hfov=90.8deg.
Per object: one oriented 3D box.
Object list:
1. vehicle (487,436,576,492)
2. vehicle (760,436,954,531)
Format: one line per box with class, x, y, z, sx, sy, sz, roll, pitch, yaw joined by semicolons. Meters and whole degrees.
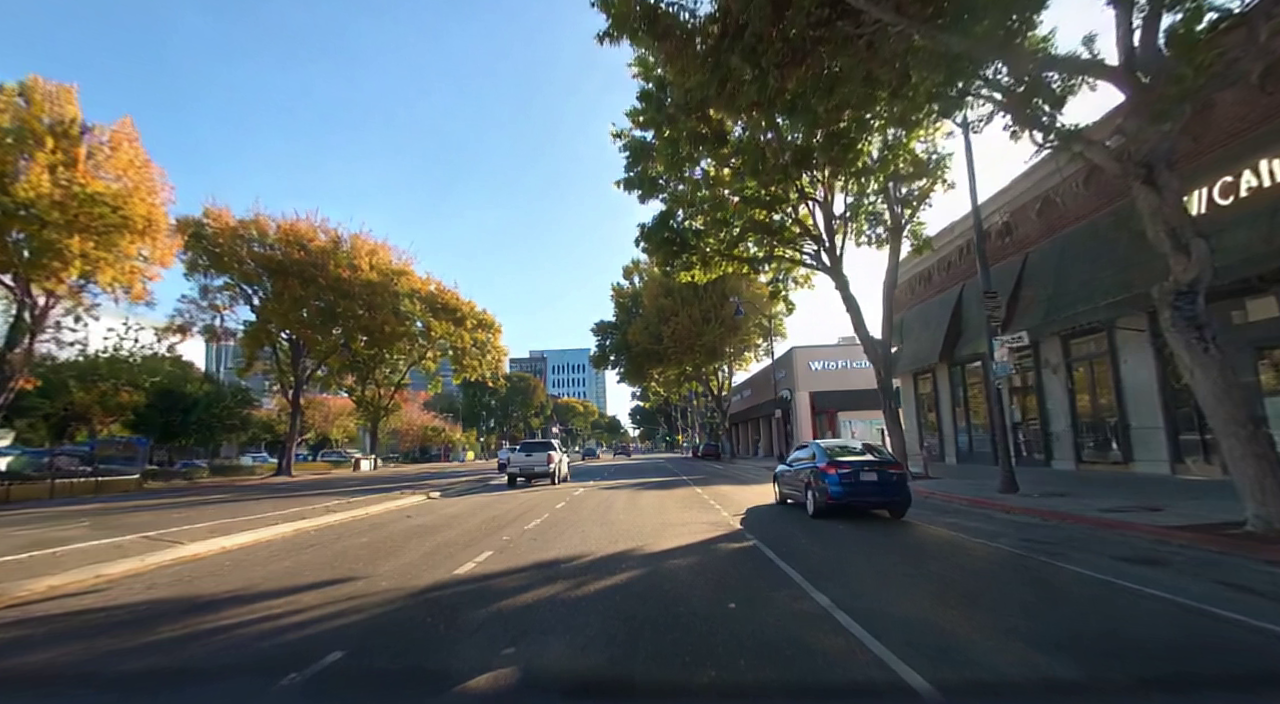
vehicle;-3.559;3.779;21.691;2.145;1.694;4.642;0;-9;1
vehicle;3.866;2.417;12.286;1.961;1.482;4.538;0;-9;-3
